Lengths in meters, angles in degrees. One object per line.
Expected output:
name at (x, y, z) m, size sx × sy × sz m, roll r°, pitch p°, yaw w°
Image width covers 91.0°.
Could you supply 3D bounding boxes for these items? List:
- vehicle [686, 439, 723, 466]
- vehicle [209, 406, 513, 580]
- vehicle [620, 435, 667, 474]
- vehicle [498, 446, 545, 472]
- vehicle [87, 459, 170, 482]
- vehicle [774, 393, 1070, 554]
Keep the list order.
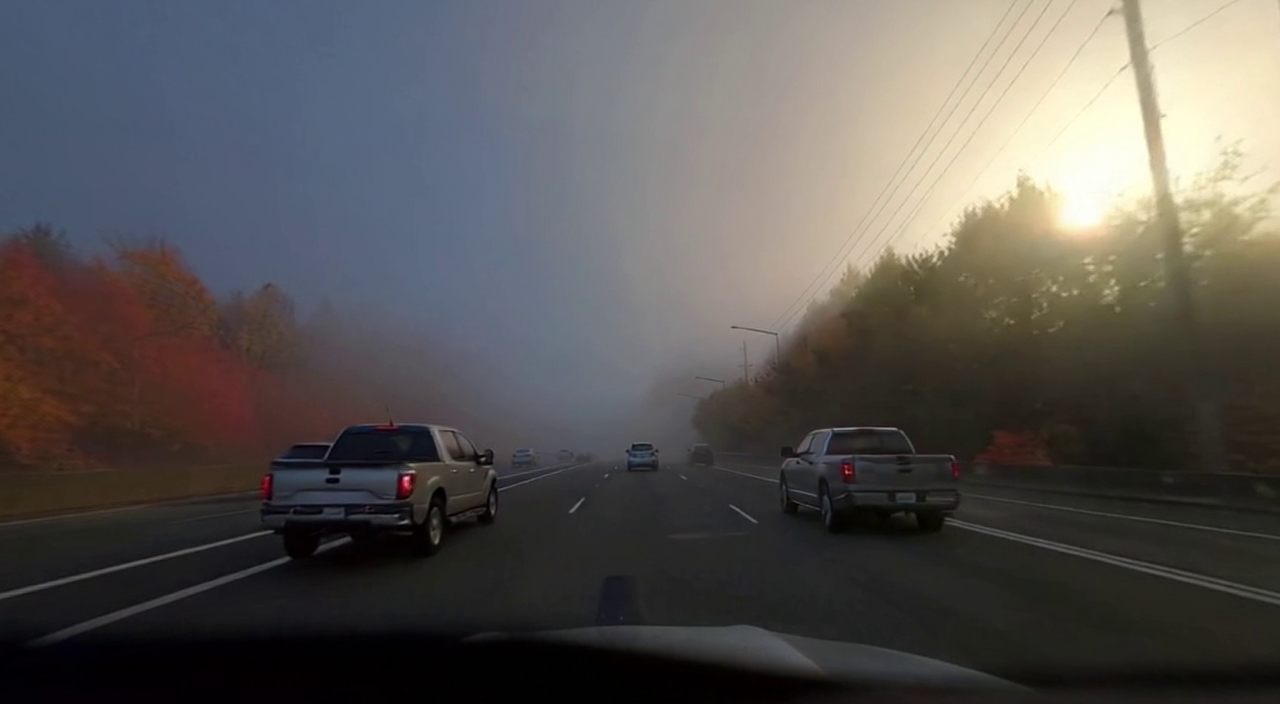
vehicle at (5.004, 7.949, 49.929) m, size 2.380 × 1.976 × 5.614 m, roll 0°, pitch -9°, yaw 1°
vehicle at (-3.336, 1.803, 8.815) m, size 2.154 × 1.783 × 4.476 m, roll 0°, pitch -9°, yaw 0°
vehicle at (0.155, 5.595, 34.481) m, size 2.372 × 1.957 × 5.121 m, roll 0°, pitch -9°, yaw 0°
vehicle at (-7.260, 6.592, 38.971) m, size 2.014 × 1.526 × 4.577 m, roll 0°, pitch -9°, yaw 0°
vehicle at (-35.933, 8.324, 44.425) m, size 1.783 × 1.485 × 4.838 m, roll 0°, pitch -9°, yaw -1°
vehicle at (4.145, 1.959, 10.820) m, size 2.388 × 1.998 × 5.749 m, roll 0°, pitch -9°, yaw 0°
